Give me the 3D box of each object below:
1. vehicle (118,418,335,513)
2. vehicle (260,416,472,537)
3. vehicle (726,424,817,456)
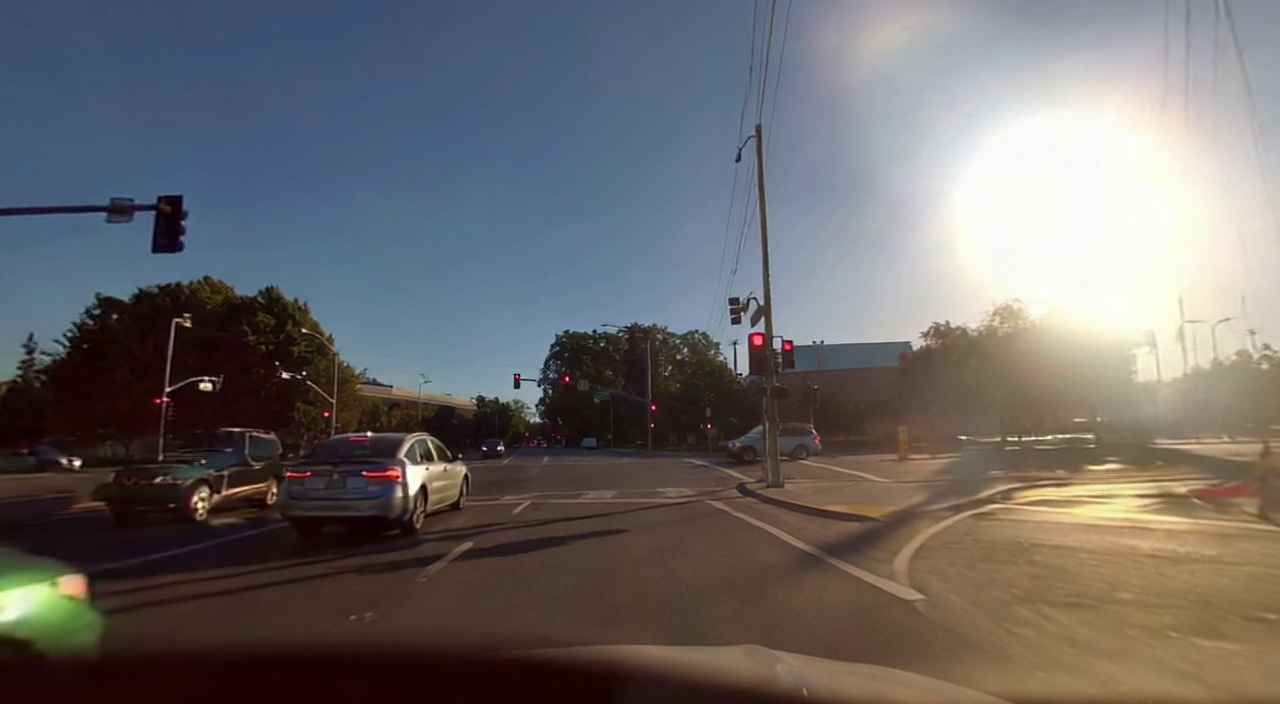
[{"bbox_3d":[-7.856,2.190,12.501,1.761,1.574,3.871,1,-9,-2],"label":"vehicle"},{"bbox_3d":[-4.148,1.945,10.348,1.815,1.569,3.940,1,-9,-2],"label":"vehicle"},{"bbox_3d":[7.421,5.008,35.876,4.884,1.714,2.021,-1,-9,11],"label":"vehicle"}]
